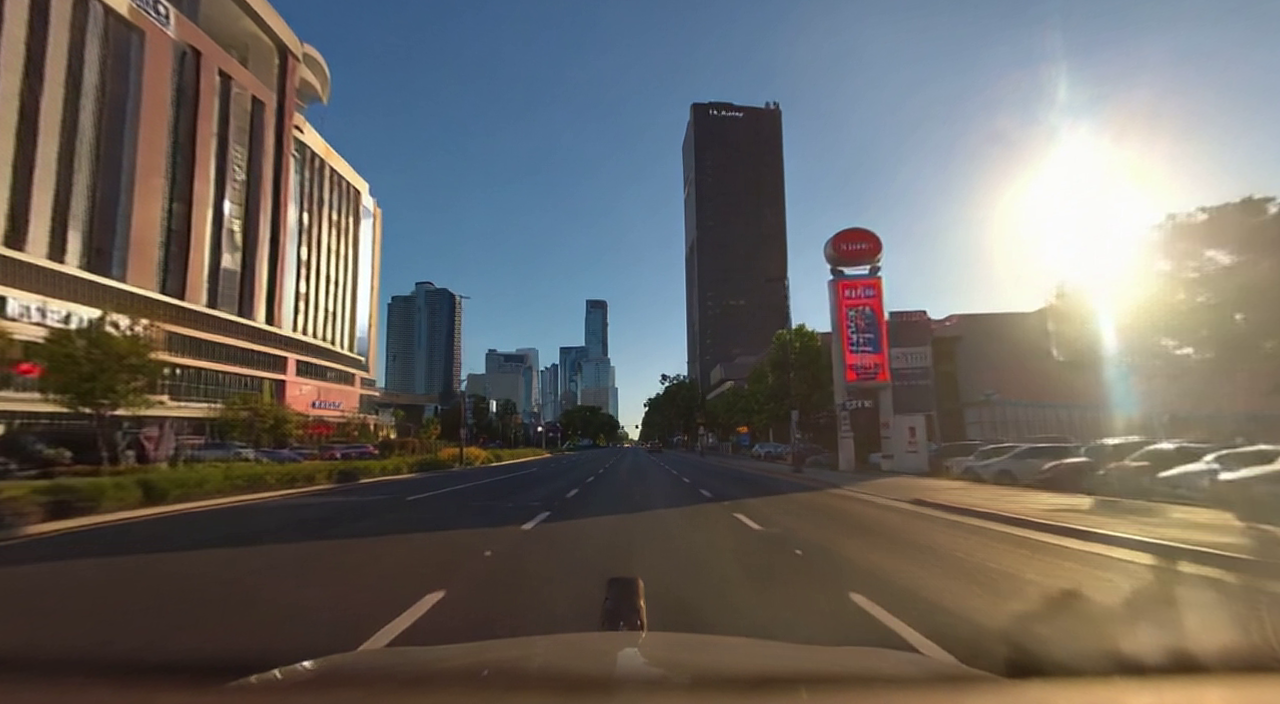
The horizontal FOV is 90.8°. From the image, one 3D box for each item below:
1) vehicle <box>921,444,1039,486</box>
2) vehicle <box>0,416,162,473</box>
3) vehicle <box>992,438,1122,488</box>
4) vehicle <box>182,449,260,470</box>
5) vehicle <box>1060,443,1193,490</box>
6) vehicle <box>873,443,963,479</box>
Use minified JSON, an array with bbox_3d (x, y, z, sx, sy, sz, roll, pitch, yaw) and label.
[{"bbox_3d":[12.993,4.313,24.499,1.865,1.434,4.373,1,-8,-4],"label":"vehicle"},{"bbox_3d":[-31.328,5.200,35.510,6.892,2.879,2.222,-1,-8,-3],"label":"vehicle"},{"bbox_3d":[15.739,4.177,24.168,1.893,1.727,4.285,0,-8,-2],"label":"vehicle"},{"bbox_3d":[-30.397,7.756,45.861,4.311,1.457,1.808,0,-8,-2],"label":"vehicle"},{"bbox_3d":[18.131,4.256,23.819,1.881,1.598,3.866,0,-8,0],"label":"vehicle"},{"bbox_3d":[12.753,5.034,29.404,1.928,1.465,4.874,-2,-9,-1],"label":"vehicle"}]
